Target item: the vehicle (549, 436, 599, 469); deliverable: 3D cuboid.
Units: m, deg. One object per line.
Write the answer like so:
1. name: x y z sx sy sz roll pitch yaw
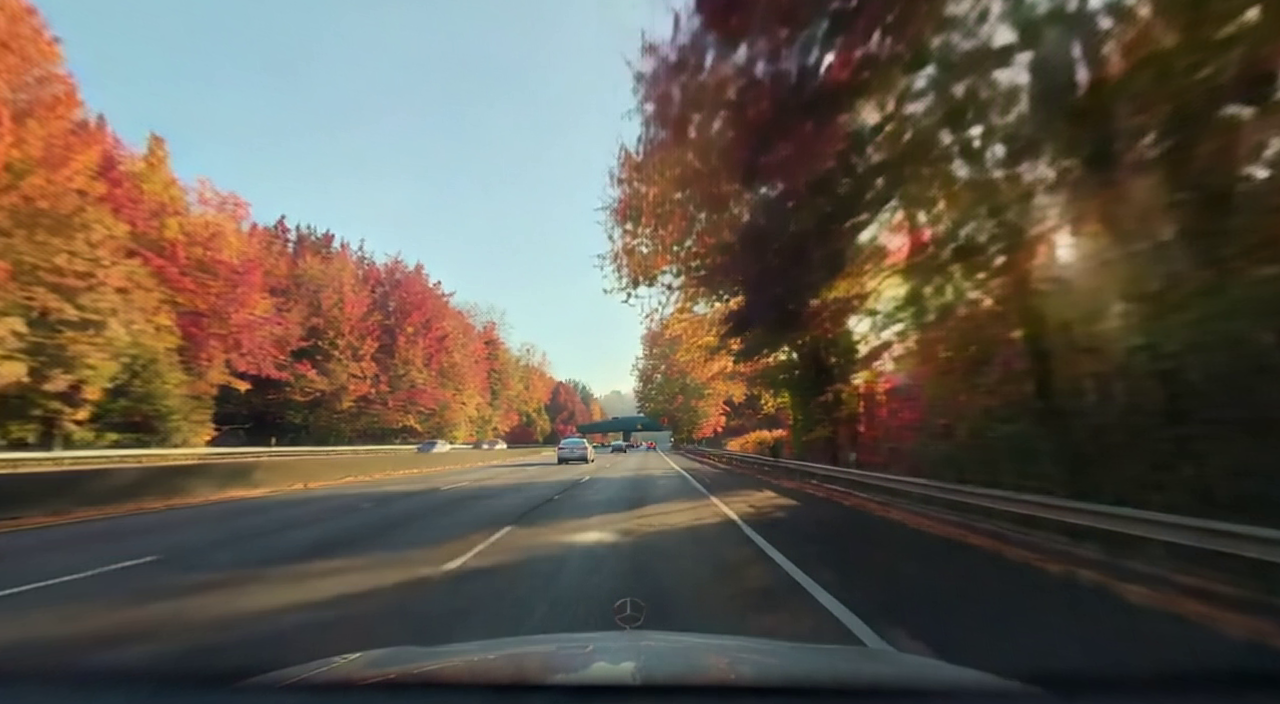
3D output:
1. vehicle: -3.472 5.416 34.119 2.123 1.643 4.479 0 -8 1
